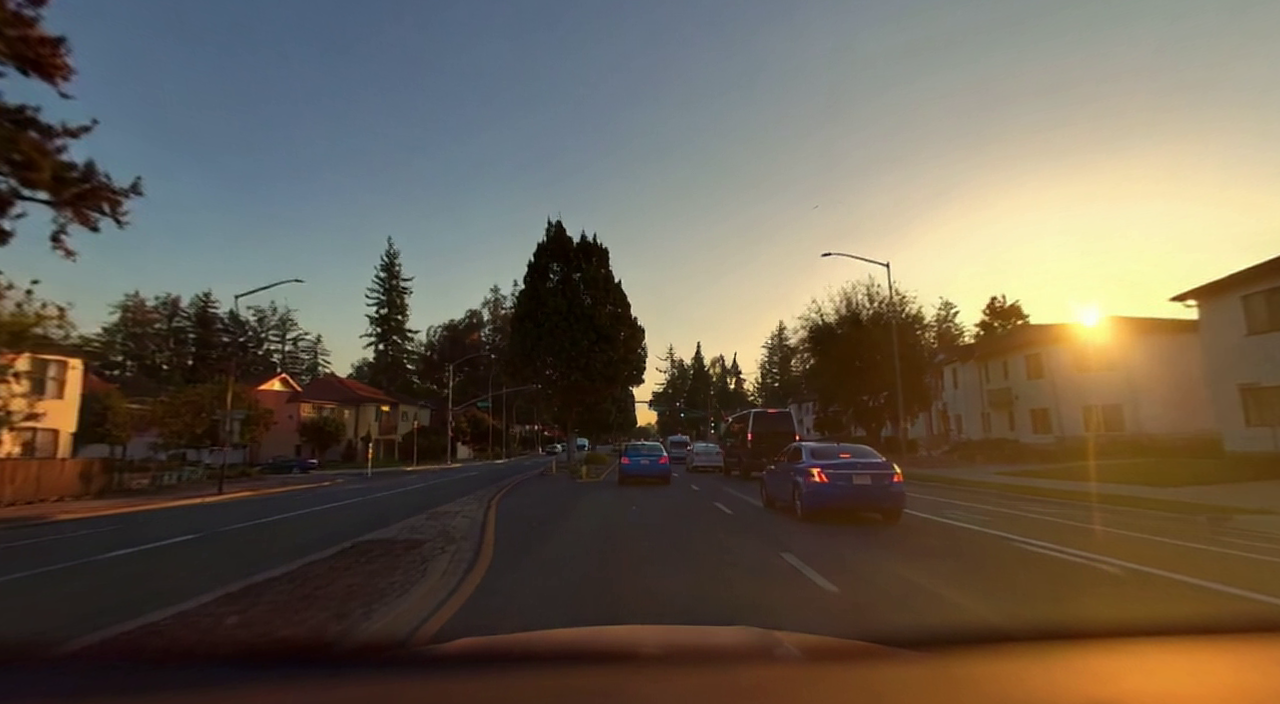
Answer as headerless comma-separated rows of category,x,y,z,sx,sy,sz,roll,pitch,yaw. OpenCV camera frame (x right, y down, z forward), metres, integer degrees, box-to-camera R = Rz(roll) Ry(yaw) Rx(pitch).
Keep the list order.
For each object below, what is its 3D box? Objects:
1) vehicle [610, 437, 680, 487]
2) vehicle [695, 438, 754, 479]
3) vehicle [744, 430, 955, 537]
vehicle,0.122,3.607,21.003,2.093,1.497,4.010,0,-9,-1
vehicle,3.327,4.257,25.510,1.775,1.499,3.488,0,-9,-2
vehicle,3.409,2.244,11.460,2.161,1.519,4.568,0,-9,-1
